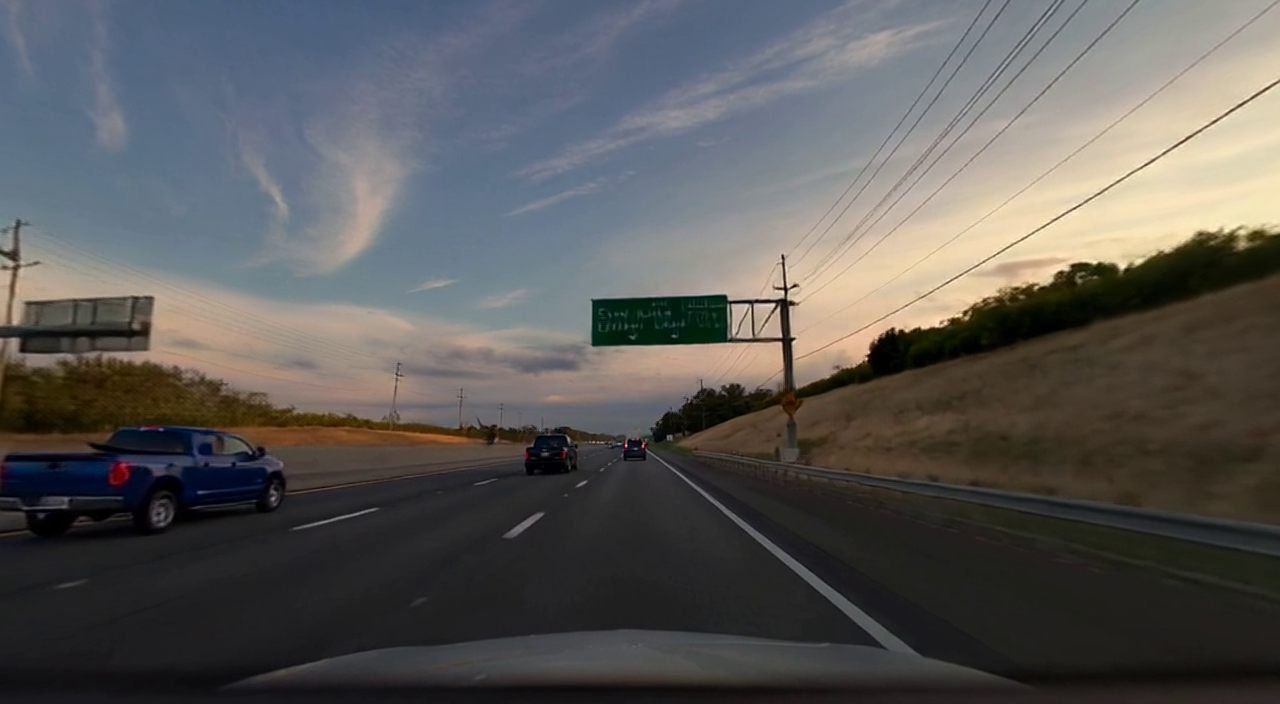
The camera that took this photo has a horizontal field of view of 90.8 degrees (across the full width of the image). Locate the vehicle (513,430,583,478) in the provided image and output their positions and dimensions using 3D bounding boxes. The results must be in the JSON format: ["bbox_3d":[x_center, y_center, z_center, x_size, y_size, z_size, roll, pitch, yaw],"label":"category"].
[{"bbox_3d":[-3.743,4.289,26.828,2.204,1.812,5.289,0,-8,0],"label":"vehicle"}]

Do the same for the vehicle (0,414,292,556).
[{"bbox_3d":[-7.499,1.844,9.467,2.013,1.609,4.446,0,-8,0],"label":"vehicle"}]

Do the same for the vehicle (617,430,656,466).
[{"bbox_3d":[-0.210,6.093,40.296,2.358,2.144,4.713,0,-8,0],"label":"vehicle"}]
